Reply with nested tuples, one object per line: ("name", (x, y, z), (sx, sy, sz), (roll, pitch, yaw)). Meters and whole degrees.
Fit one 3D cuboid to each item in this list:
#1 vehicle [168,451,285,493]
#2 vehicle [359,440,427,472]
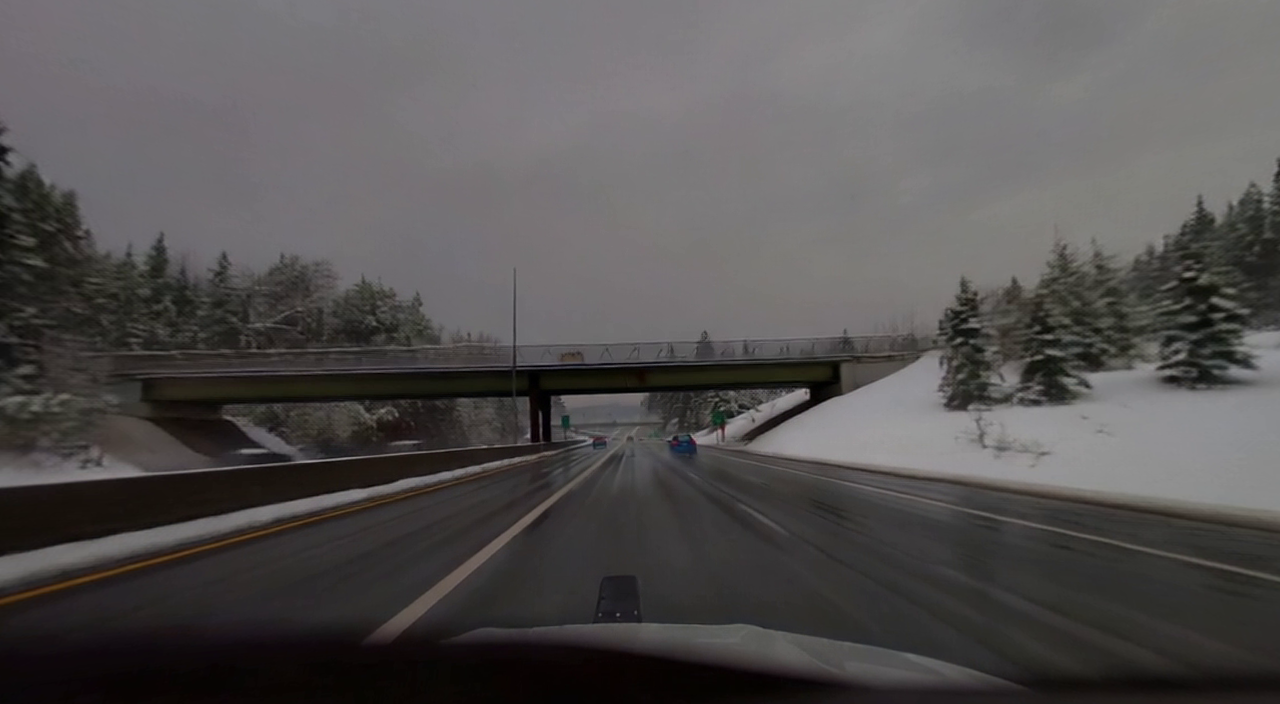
("vehicle", (-16.904, 4.887, 26.053), (1.887, 1.469, 4.382), (0, -8, -1))
("vehicle", (-12.757, 5.388, 32.877), (1.868, 1.508, 4.408), (0, -8, -1))
